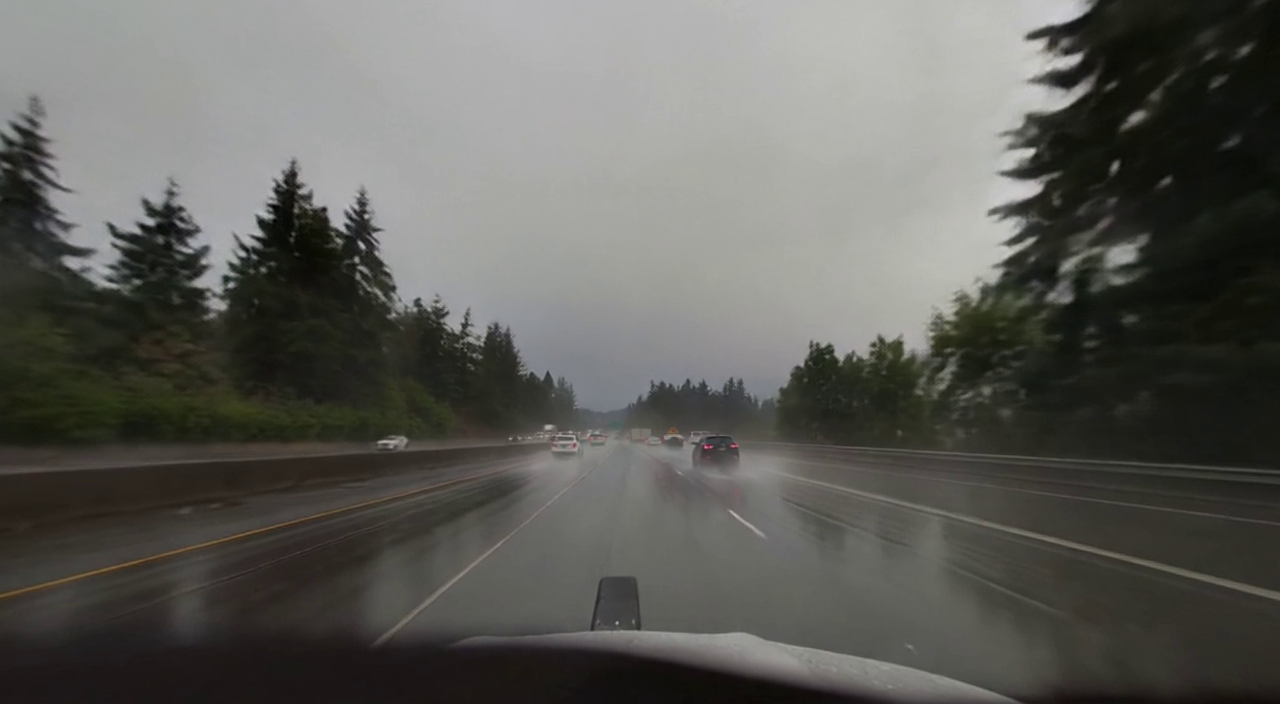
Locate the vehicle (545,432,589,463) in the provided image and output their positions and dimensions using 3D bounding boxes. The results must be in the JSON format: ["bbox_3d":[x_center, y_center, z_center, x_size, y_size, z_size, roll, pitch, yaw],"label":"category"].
[{"bbox_3d":[-4.017,5.350,35.485,2.011,1.614,4.808,0,-8,-1],"label":"vehicle"}]

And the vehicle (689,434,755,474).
[{"bbox_3d":[3.179,4.045,25.315,1.990,1.480,3.865,0,-8,-2],"label":"vehicle"}]
